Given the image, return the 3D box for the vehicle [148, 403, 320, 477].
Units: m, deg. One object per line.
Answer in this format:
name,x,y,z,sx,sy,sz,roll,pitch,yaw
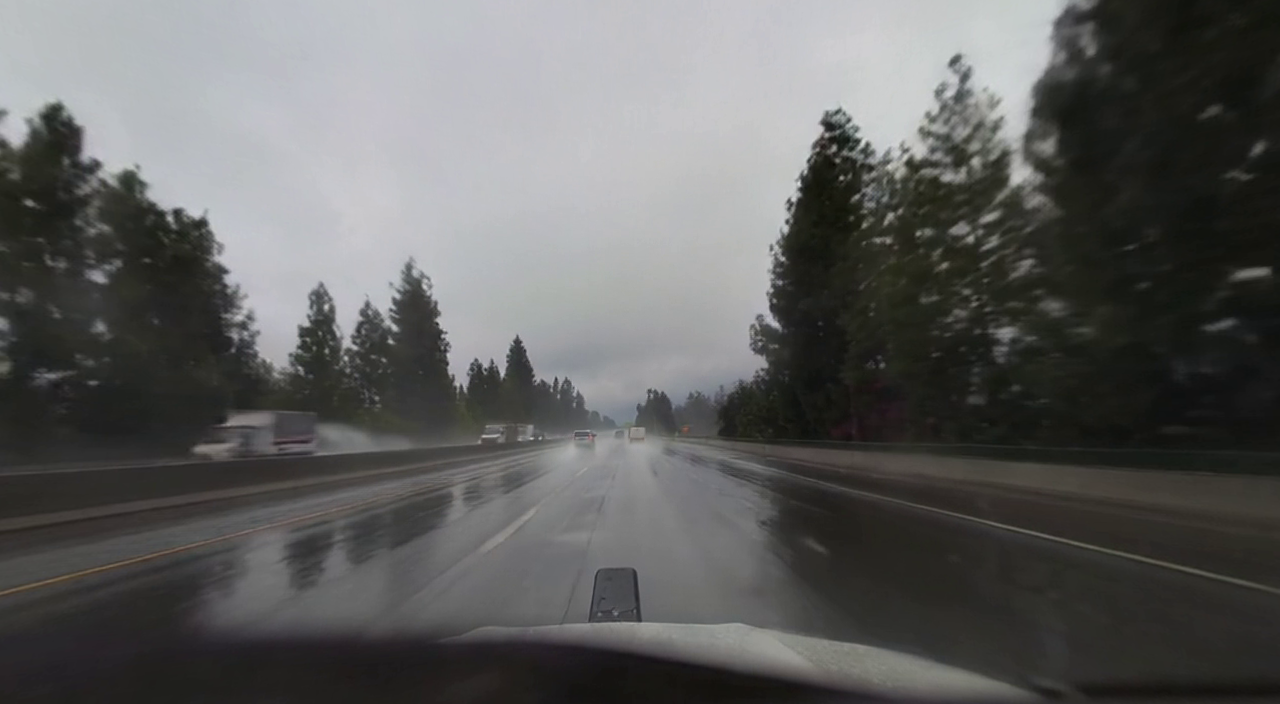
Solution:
vehicle,-16.989,3.776,27.154,2.576,2.747,7.278,0,-8,-1
